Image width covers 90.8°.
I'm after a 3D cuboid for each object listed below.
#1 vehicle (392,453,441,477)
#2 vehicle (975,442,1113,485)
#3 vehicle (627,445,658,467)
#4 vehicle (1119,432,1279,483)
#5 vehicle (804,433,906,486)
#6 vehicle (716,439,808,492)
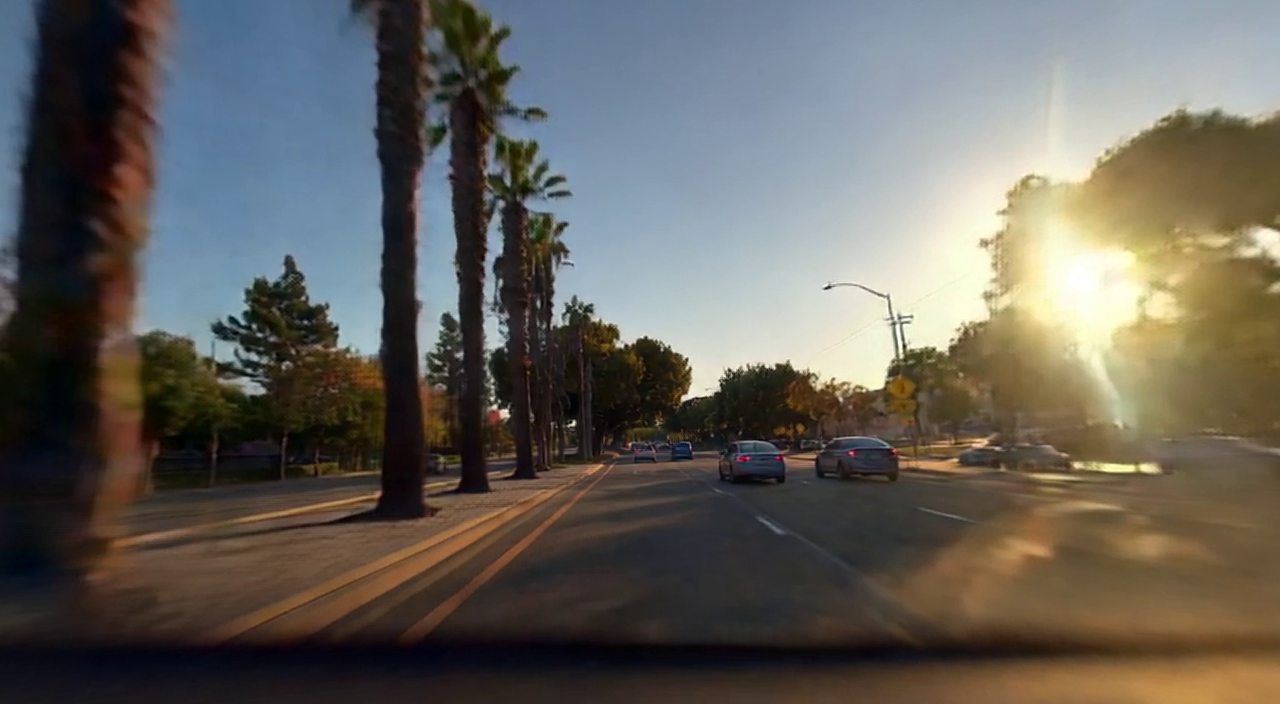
[{"bbox_3d":[-16.821,8.498,47.770,1.972,1.687,4.480,0,-8,0],"label":"vehicle"},{"bbox_3d":[15.118,4.169,24.066,2.001,1.463,4.781,0,-8,-1],"label":"vehicle"},{"bbox_3d":[0.157,7.151,43.632,2.031,1.444,4.361,0,-8,-1],"label":"vehicle"},{"bbox_3d":[21.574,3.929,24.125,2.109,1.697,5.547,0,-7,-2],"label":"vehicle"},{"bbox_3d":[7.221,3.647,21.734,1.916,1.646,4.258,0,-8,-1],"label":"vehicle"},{"bbox_3d":[3.663,3.491,19.807,1.875,1.452,4.453,0,-8,-2],"label":"vehicle"}]
